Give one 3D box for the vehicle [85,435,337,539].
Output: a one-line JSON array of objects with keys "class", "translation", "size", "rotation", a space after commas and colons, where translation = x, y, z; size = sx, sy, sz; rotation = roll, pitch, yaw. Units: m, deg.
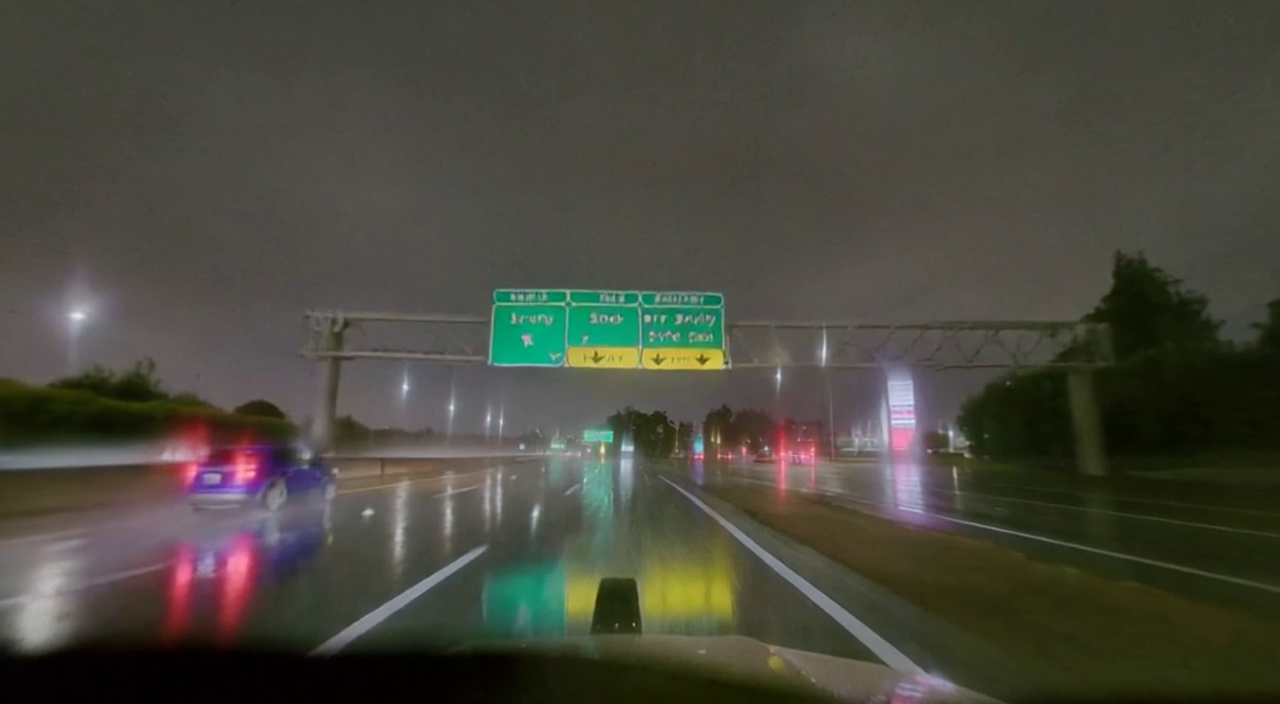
[{"class": "vehicle", "translation": [-7.746, 2.450, 12.041], "size": [1.924, 1.601, 4.115], "rotation": [0, -9, -1]}]
